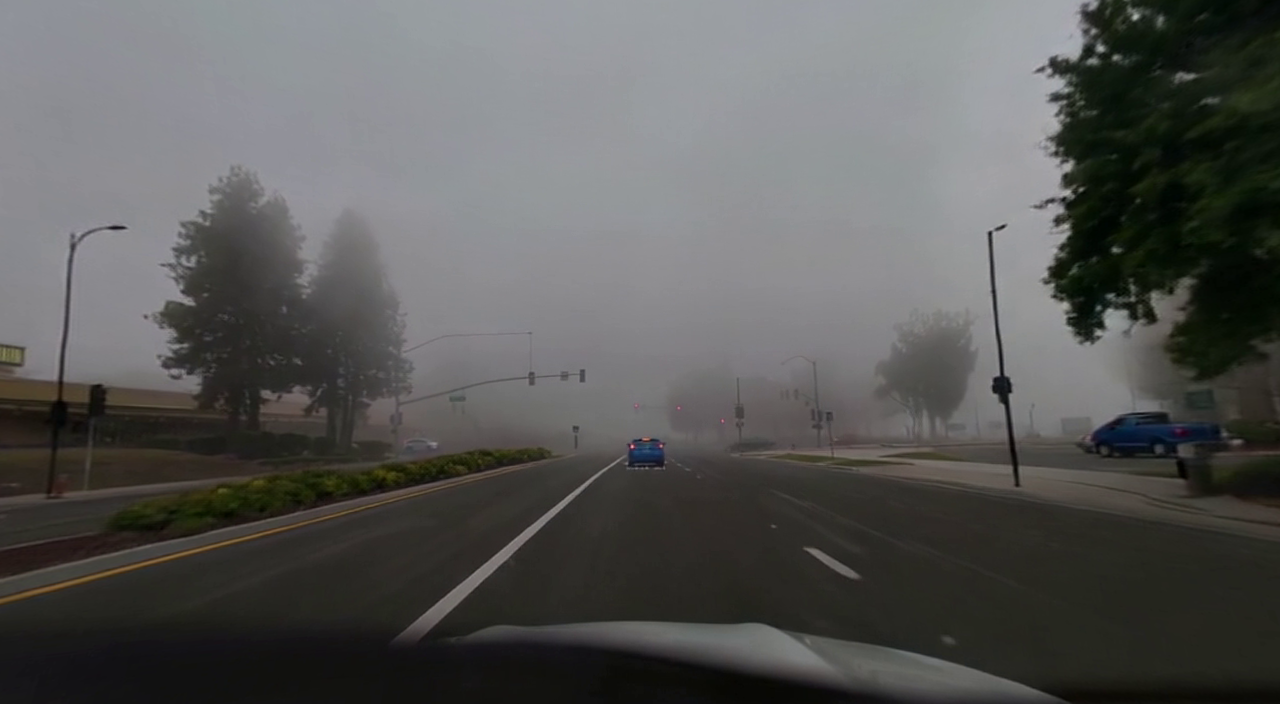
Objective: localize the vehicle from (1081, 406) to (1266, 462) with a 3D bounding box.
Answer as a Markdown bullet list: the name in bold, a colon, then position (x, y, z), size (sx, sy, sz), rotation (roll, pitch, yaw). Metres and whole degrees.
- **vehicle**: position (23.355, 3.711, 28.176), size (2.647, 2.185, 6.556), rotation (-1, -8, 2)

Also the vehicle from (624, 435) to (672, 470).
- **vehicle**: position (0.285, 4.597, 29.110), size (2.028, 1.478, 4.545), rotation (0, -8, -1)
